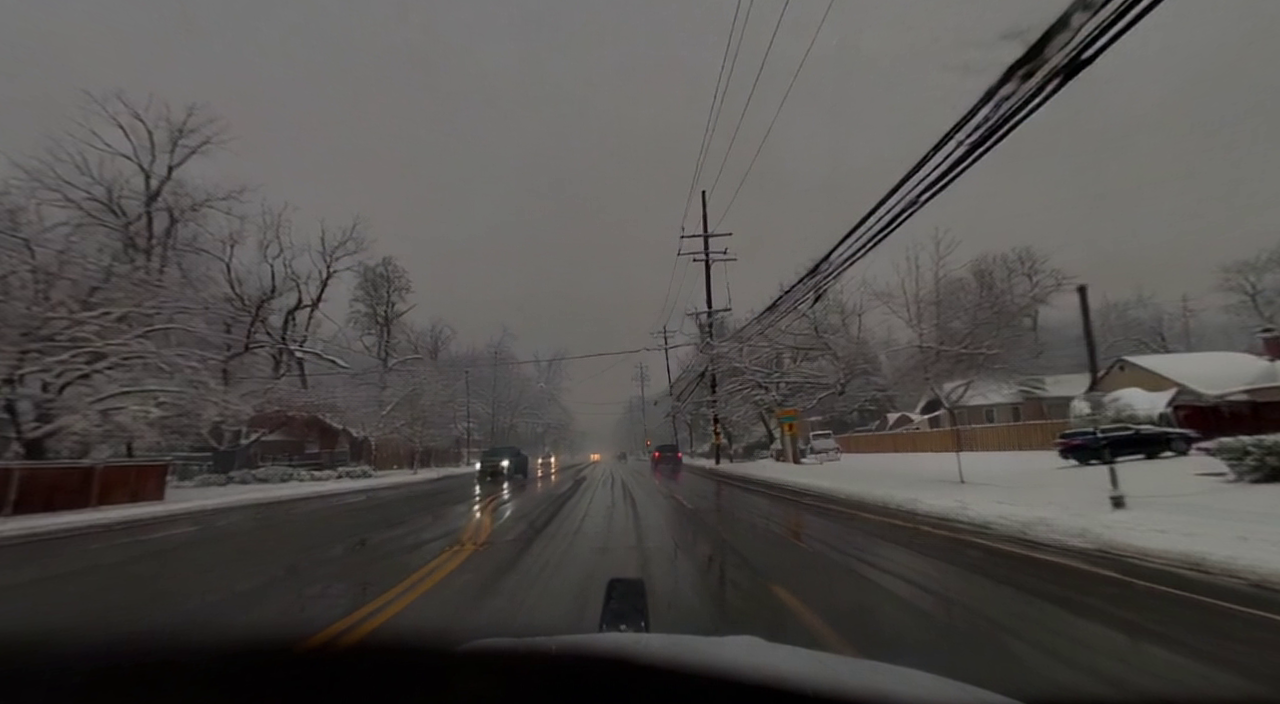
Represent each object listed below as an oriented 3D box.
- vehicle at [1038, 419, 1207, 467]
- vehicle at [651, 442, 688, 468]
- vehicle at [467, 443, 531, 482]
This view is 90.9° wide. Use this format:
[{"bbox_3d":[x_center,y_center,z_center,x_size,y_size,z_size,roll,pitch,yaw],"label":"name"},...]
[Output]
[{"bbox_3d":[18.077,3.502,24.001,4.766,1.493,2.076,-9,-11,31],"label":"vehicle"},{"bbox_3d":[2.105,7.675,47.036,2.144,1.843,4.827,1,-9,-5],"label":"vehicle"},{"bbox_3d":[-6.905,5.448,31.391,2.127,1.725,4.366,-2,-9,1],"label":"vehicle"}]
